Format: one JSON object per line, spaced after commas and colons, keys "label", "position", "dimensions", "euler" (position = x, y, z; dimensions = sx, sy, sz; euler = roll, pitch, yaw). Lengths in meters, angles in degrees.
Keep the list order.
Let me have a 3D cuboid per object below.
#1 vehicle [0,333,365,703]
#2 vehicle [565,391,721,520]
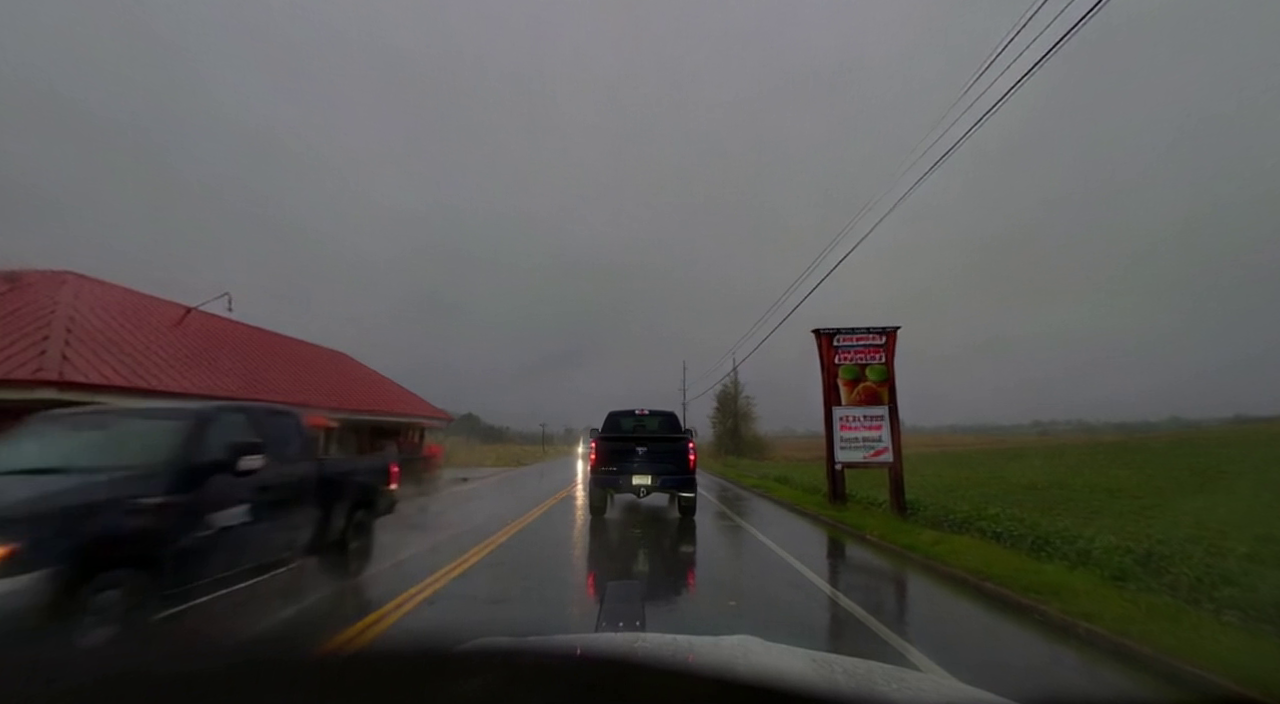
{"label": "vehicle", "position": [-3.933, 1.063, 4.179], "dimensions": [2.180, 1.801, 4.679], "euler": [-2, -8, -1]}
{"label": "vehicle", "position": [-0.037, 2.220, 13.974], "dimensions": [2.693, 2.223, 5.885], "euler": [0, -8, -2]}
